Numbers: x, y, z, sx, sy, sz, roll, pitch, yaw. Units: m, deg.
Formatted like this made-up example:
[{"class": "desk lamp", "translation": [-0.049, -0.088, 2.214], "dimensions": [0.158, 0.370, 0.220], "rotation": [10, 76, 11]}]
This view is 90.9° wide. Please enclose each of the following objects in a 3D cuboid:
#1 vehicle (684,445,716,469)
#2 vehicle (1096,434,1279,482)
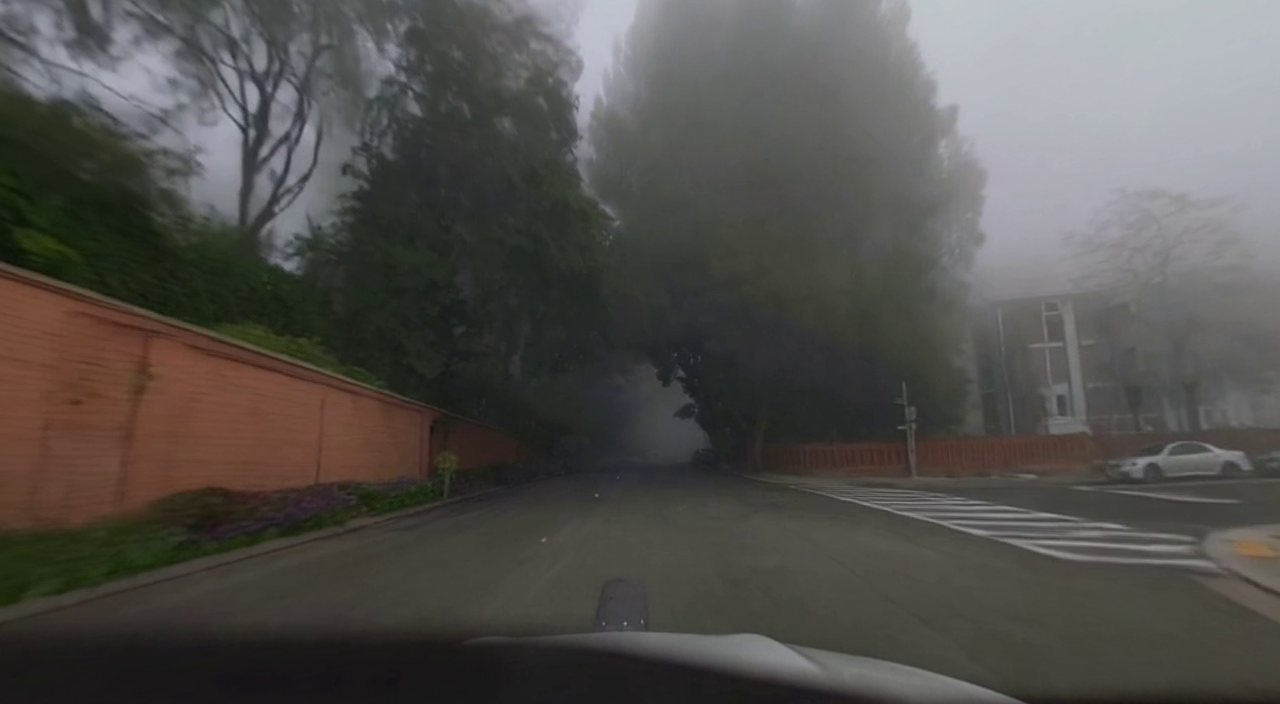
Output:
[{"class": "vehicle", "translation": [4.452, 7.875, 47.677], "dimensions": [2.048, 1.596, 5.543], "rotation": [1, -8, 2]}, {"class": "vehicle", "translation": [19.044, 3.715, 21.967], "dimensions": [4.697, 1.502, 2.124], "rotation": [1, -11, -4]}]
